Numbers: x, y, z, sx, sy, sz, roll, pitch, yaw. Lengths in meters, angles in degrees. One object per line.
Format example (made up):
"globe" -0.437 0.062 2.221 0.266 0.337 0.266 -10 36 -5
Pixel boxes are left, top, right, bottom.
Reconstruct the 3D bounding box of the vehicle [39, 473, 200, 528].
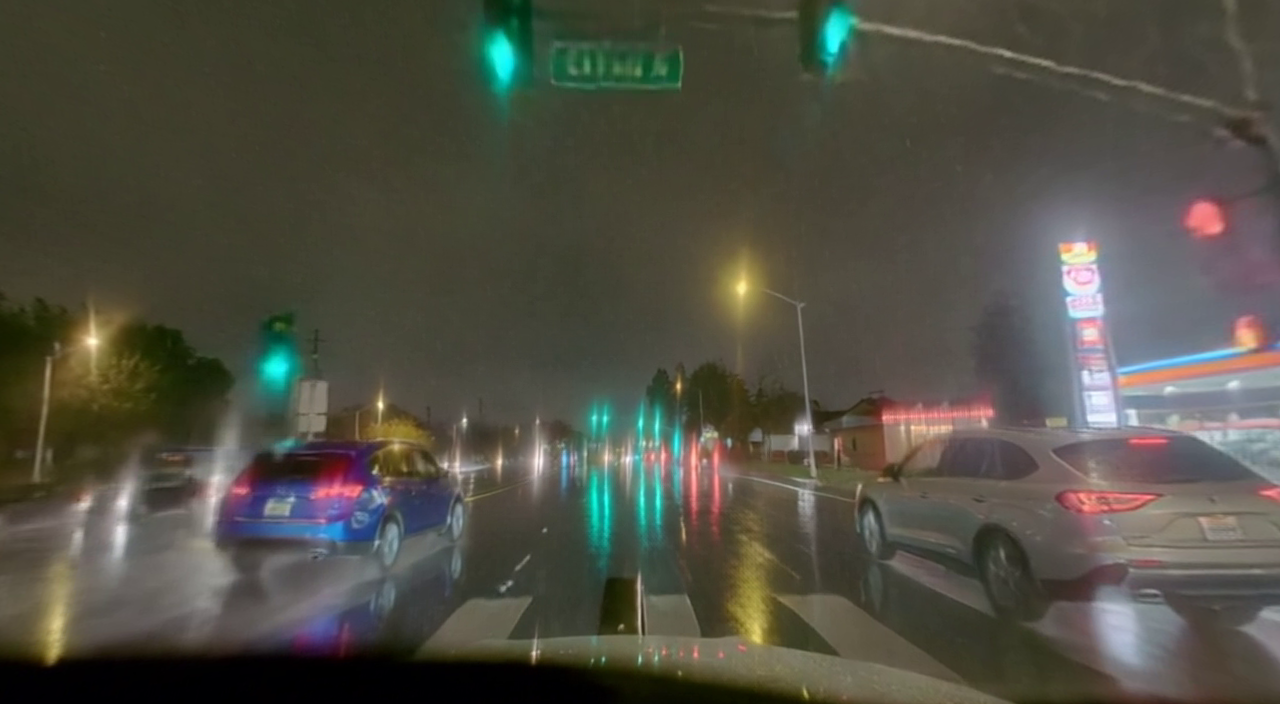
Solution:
"vehicle" -17.768 5.045 21.904 1.817 1.483 4.426 0 -8 -1

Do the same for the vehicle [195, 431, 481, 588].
"vehicle" -3.685 1.955 8.713 1.935 1.617 4.045 0 -8 0

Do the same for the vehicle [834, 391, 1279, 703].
"vehicle" 3.512 1.361 5.644 2.085 1.655 4.459 0 -8 -1

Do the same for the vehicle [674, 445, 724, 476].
"vehicle" 3.366 6.246 36.700 2.066 1.699 4.419 0 -8 -5
